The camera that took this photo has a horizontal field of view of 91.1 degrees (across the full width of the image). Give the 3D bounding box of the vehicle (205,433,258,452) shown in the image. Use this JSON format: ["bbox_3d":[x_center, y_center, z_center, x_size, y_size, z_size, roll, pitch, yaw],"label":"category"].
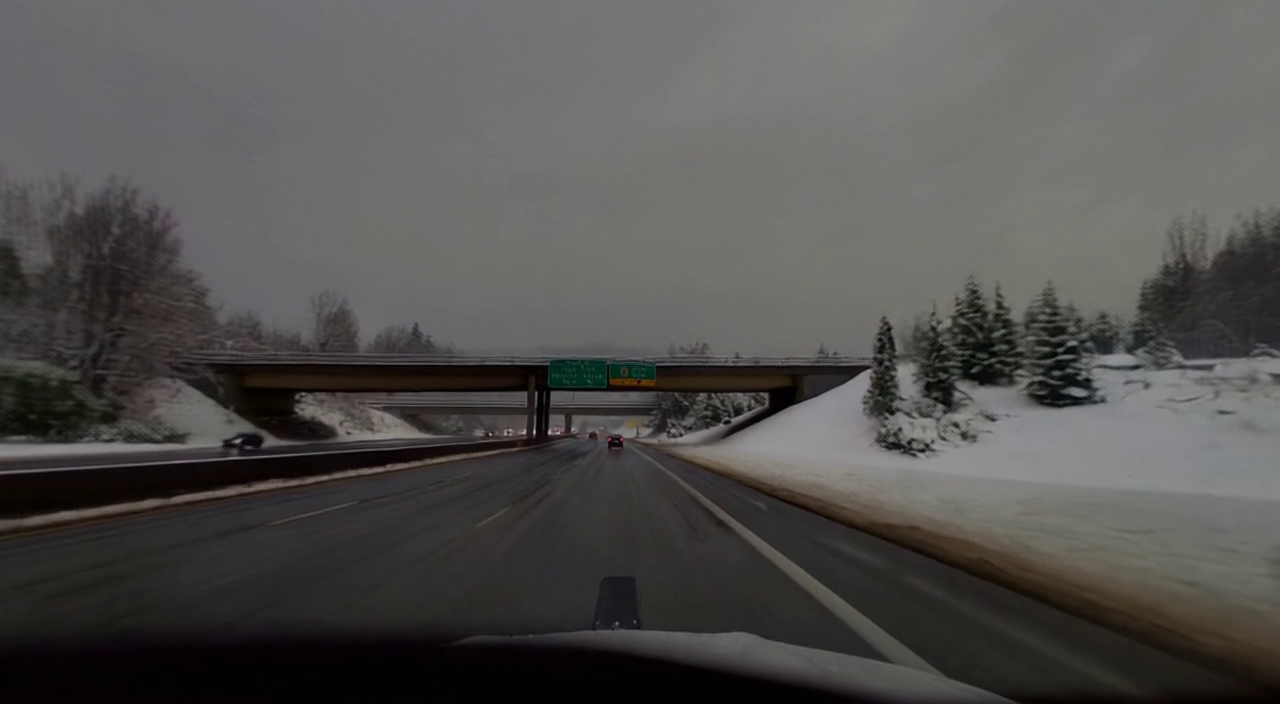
[{"bbox_3d":[-31.746,7.022,48.945,1.715,1.396,3.759,0,-8,-2],"label":"vehicle"}]
